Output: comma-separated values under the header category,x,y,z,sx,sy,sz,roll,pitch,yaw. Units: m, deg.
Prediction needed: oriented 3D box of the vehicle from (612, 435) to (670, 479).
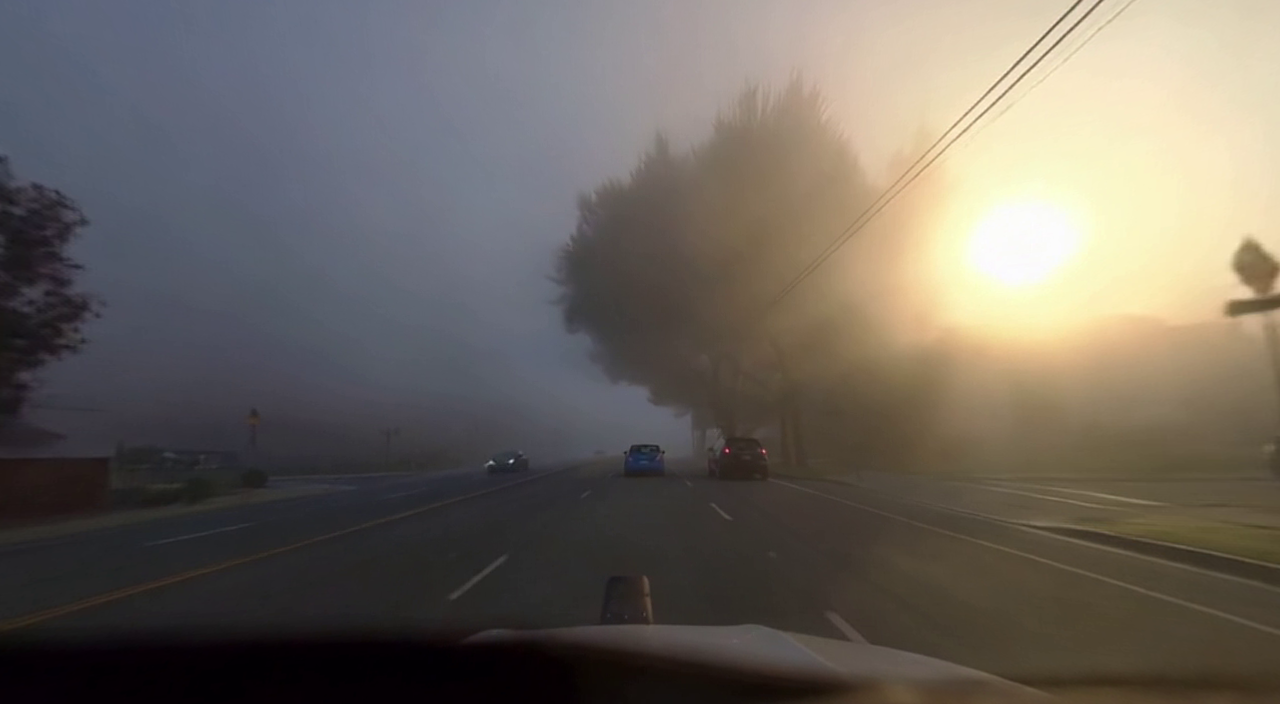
category,x,y,z,sx,sy,sz,roll,pitch,yaw
vehicle,0.061,4.293,26.002,2.200,1.653,4.127,-1,-9,1

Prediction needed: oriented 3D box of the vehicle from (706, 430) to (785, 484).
category,x,y,z,sx,sy,sz,roll,pitch,yaw
vehicle,3.620,3.722,22.523,2.024,1.711,4.512,0,-9,0

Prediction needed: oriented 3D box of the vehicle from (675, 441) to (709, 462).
category,x,y,z,sx,sy,sz,roll,pitch,yaw
vehicle,3.812,7.412,46.898,2.099,1.463,4.130,0,-9,0

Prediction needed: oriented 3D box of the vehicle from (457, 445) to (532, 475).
category,x,y,z,sx,sy,sz,roll,pitch,yaw
vehicle,-8.984,6.657,38.840,4.296,1.611,1.942,-8,-11,26
